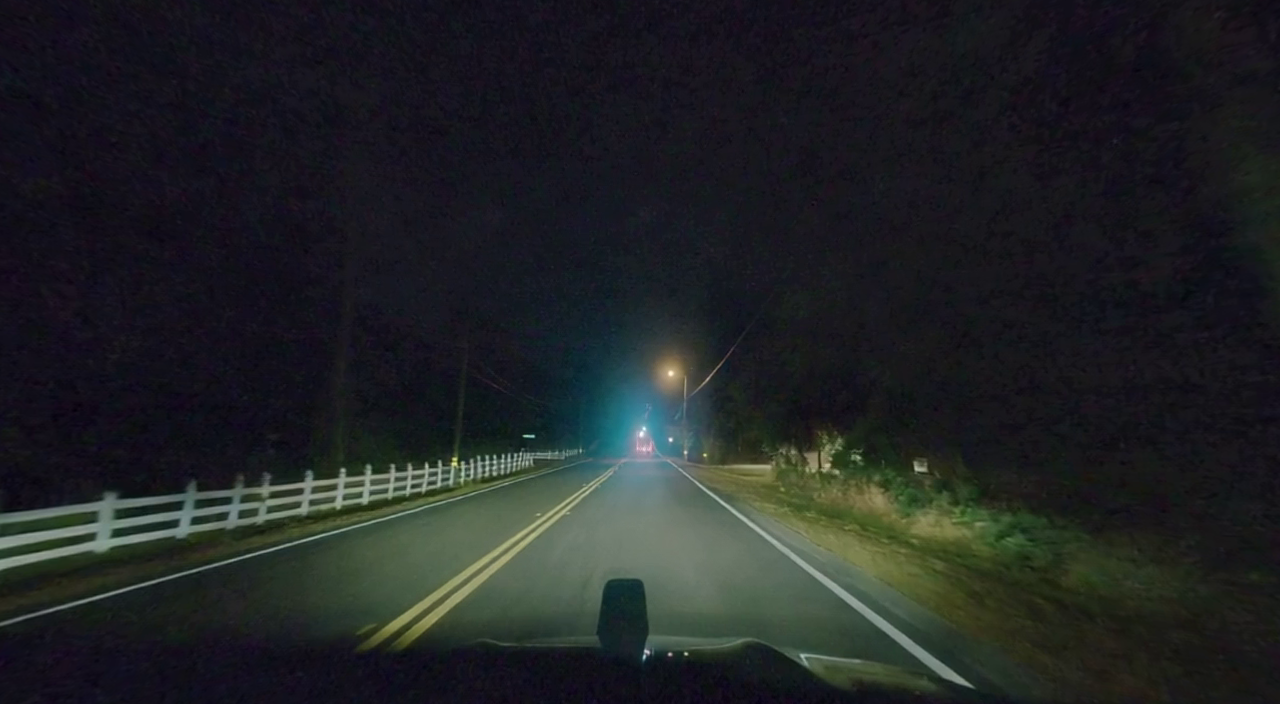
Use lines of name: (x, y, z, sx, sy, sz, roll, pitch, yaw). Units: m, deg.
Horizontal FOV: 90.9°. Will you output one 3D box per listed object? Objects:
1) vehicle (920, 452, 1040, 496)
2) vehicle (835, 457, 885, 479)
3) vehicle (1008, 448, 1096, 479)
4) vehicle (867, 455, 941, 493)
vehicle: (18.373, 6.592, 34.465, 2.328, 1.955, 5.699, -2, -9, -14)
vehicle: (16.332, 8.616, 47.014, 2.001, 1.450, 4.481, 0, -9, -2)
vehicle: (21.867, 5.938, 33.629, 1.782, 1.451, 3.741, -2, -10, -7)
vehicle: (14.546, 6.714, 35.119, 2.009, 1.781, 5.311, -1, -8, 2)
